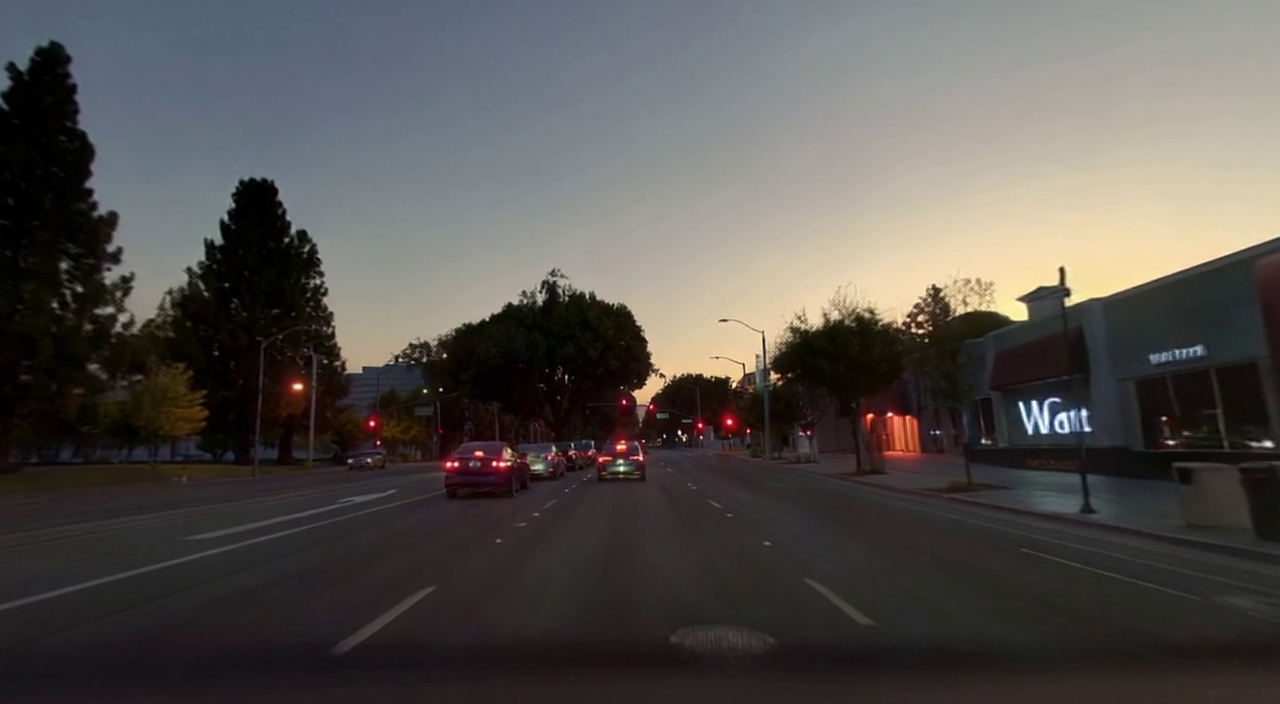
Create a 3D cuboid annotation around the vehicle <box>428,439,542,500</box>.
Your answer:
[{"bbox_3d":[-4.152,3.212,17.735,2.020,1.457,4.496,0,-8,0],"label":"vehicle"}]

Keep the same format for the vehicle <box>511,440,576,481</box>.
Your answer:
[{"bbox_3d":[-3.705,4.242,25.006,1.950,1.487,4.130,0,-8,0],"label":"vehicle"}]

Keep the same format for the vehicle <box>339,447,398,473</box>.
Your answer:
[{"bbox_3d":[-19.563,7.758,45.779,2.054,1.724,4.829,0,-8,0],"label":"vehicle"}]

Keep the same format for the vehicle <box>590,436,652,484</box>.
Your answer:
[{"bbox_3d":[-0.630,3.834,22.638,2.042,1.555,3.912,0,-8,0],"label":"vehicle"}]
